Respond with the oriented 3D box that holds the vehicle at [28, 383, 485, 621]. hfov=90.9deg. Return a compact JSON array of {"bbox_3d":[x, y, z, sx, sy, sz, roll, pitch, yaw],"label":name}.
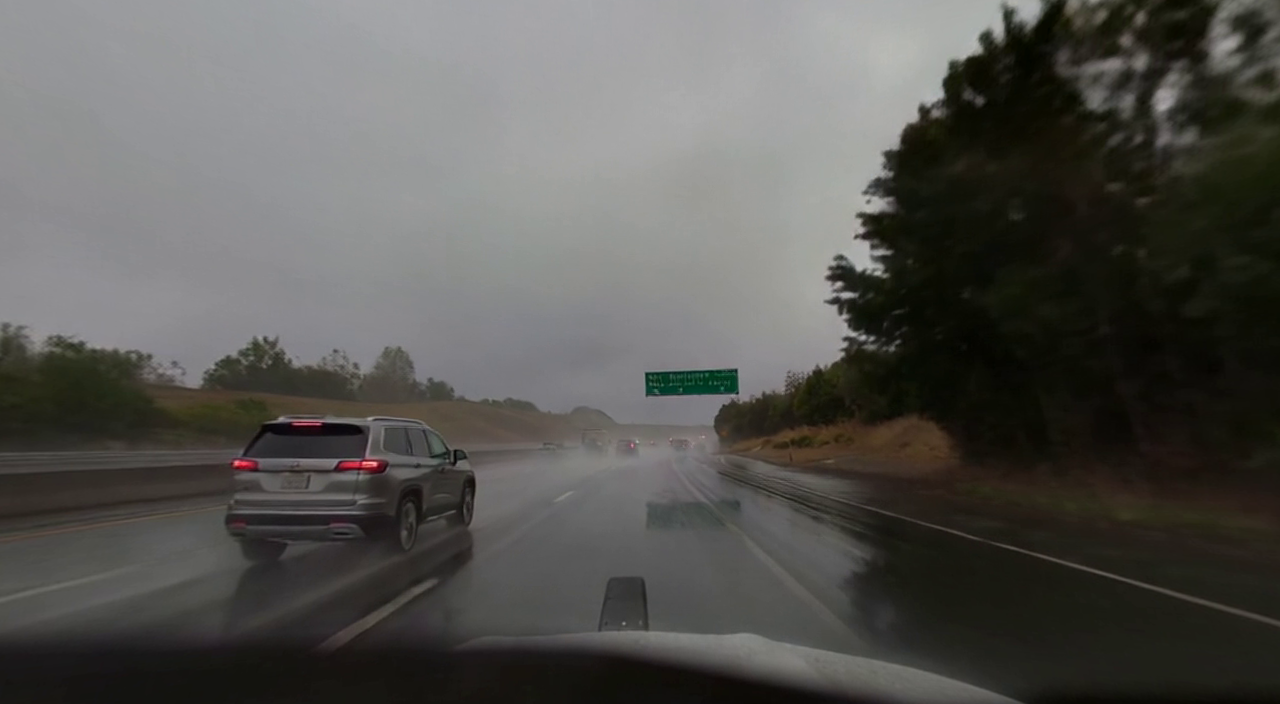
[{"bbox_3d":[-3.616,1.537,7.415,2.218,1.848,4.789,0,-9,2],"label":"vehicle"}]
